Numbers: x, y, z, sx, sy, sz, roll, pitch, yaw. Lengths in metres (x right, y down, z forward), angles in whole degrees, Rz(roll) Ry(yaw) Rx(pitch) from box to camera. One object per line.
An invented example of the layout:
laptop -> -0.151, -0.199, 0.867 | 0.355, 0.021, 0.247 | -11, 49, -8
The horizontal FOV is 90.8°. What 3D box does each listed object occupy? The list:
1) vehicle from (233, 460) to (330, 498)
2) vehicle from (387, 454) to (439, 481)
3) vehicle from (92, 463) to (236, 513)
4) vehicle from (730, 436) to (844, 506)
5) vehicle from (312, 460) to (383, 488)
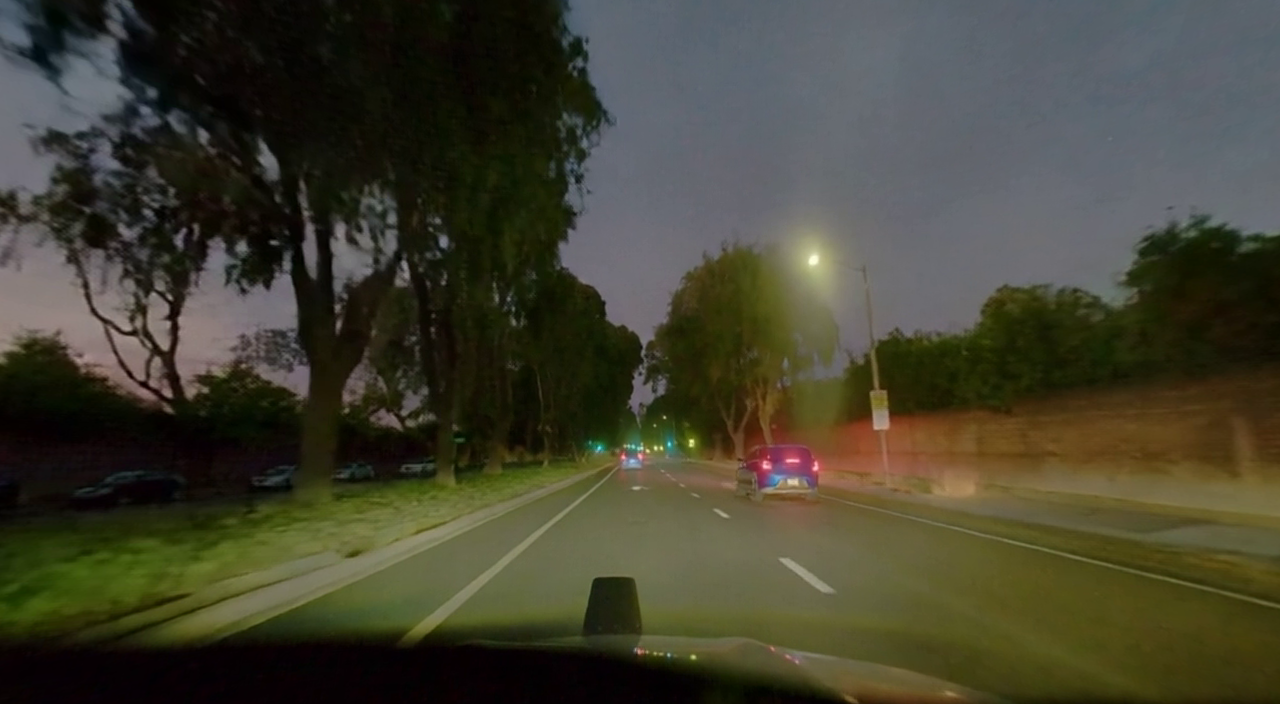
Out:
vehicle -> -17.468, 6.188, 31.076 | 2.099, 1.558, 4.533 | -1, -8, 0
vehicle -> -17.412, 8.886, 48.743 | 2.096, 1.816, 5.362 | -4, -9, -1
vehicle -> -17.097, 4.870, 22.998 | 1.933, 1.494, 4.259 | 0, -8, 0
vehicle -> 4.074, 3.386, 18.407 | 2.155, 1.752, 4.456 | 0, -9, -1
vehicle -> -17.687, 7.397, 38.500 | 2.071, 1.489, 4.724 | -1, -9, 0
